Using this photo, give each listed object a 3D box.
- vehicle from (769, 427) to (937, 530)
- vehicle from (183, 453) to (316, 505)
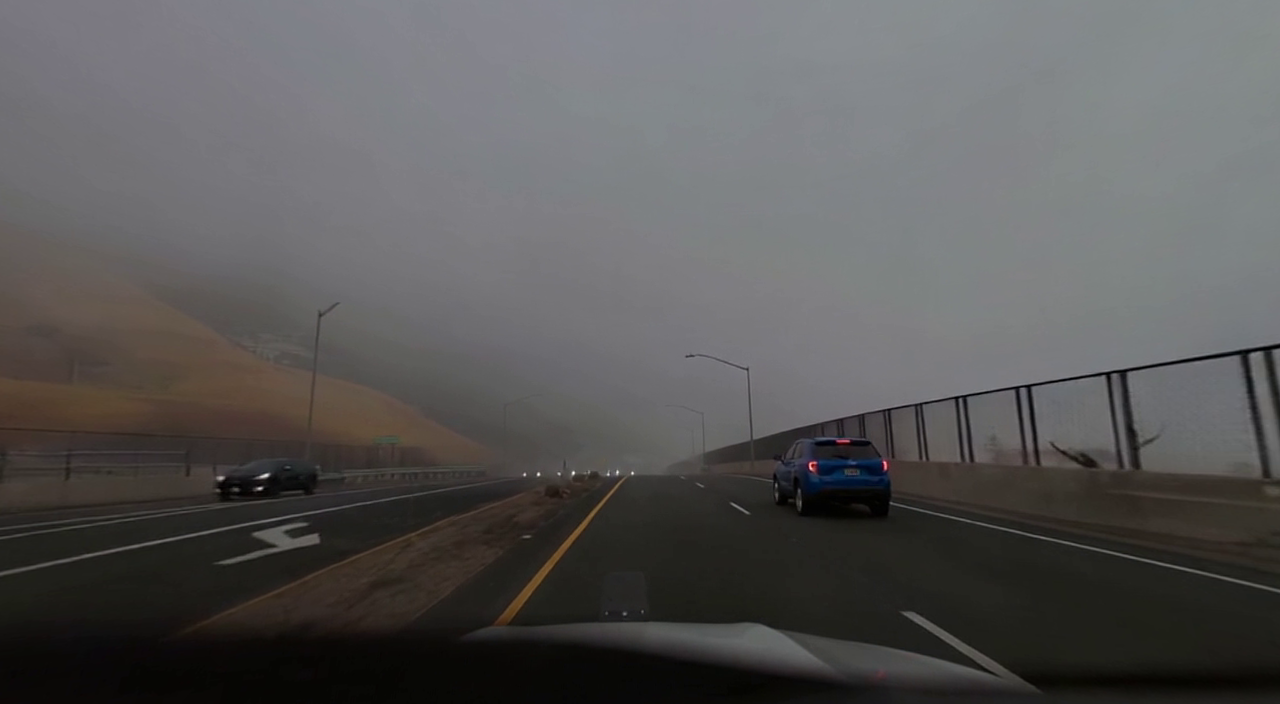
[{"bbox_3d":[4.088,2.489,12.993,1.989,1.730,4.324,0,-9,1],"label":"vehicle"},{"bbox_3d":[-13.894,4.496,22.807,1.918,1.642,4.391,0,-9,1],"label":"vehicle"}]
